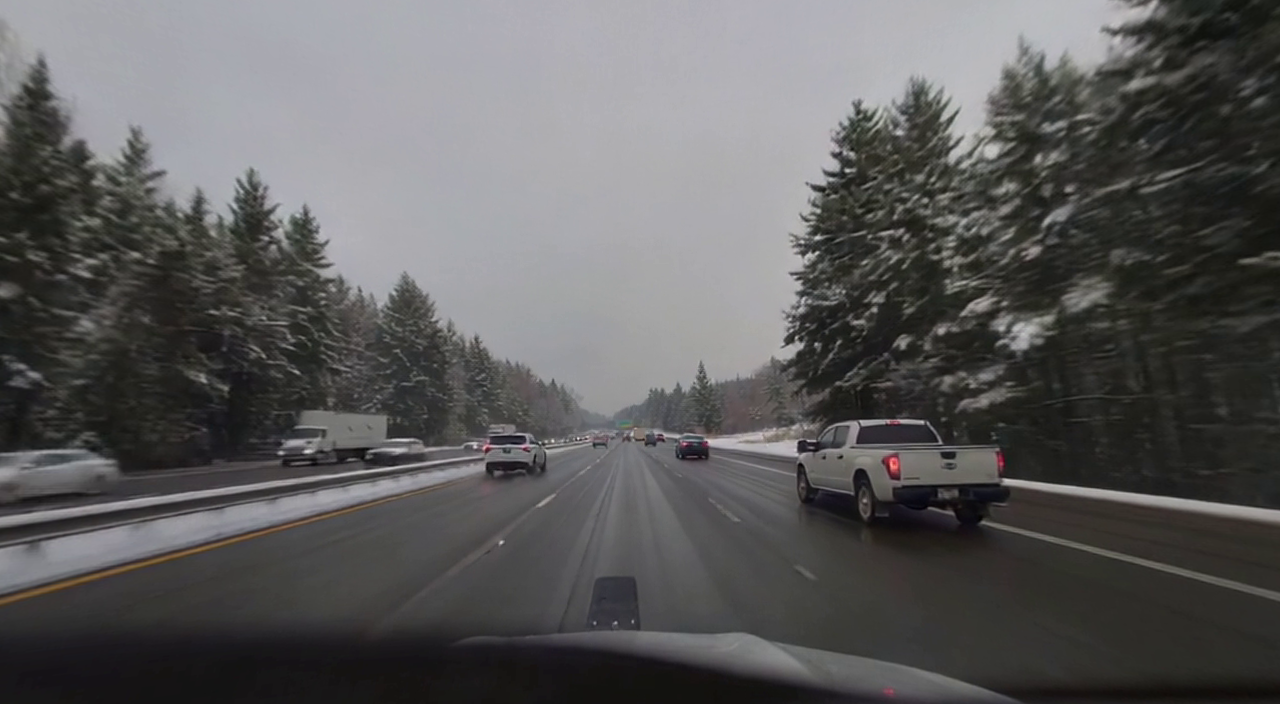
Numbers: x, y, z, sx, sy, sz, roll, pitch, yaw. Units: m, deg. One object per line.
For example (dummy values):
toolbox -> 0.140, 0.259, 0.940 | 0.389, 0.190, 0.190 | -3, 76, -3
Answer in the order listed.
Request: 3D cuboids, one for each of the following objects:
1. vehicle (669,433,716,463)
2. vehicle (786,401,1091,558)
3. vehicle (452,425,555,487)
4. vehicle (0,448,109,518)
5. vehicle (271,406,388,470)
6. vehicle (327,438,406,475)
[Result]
vehicle -> 2.694, 5.044, 33.353 | 1.990, 1.480, 3.865 | 0, -8, -2
vehicle -> 3.717, 1.665, 9.081 | 1.949, 1.639, 4.748 | 0, -8, -2
vehicle -> -3.897, 3.039, 18.913 | 2.011, 1.614, 4.808 | 0, -8, 0
vehicle -> -15.310, 3.030, 14.602 | 1.928, 1.502, 4.794 | 0, -8, -1
vehicle -> -19.684, 5.539, 40.812 | 2.897, 3.700, 8.805 | 0, -8, 1
vehicle -> -11.784, 4.512, 27.446 | 1.784, 1.468, 3.783 | 0, -8, -1
